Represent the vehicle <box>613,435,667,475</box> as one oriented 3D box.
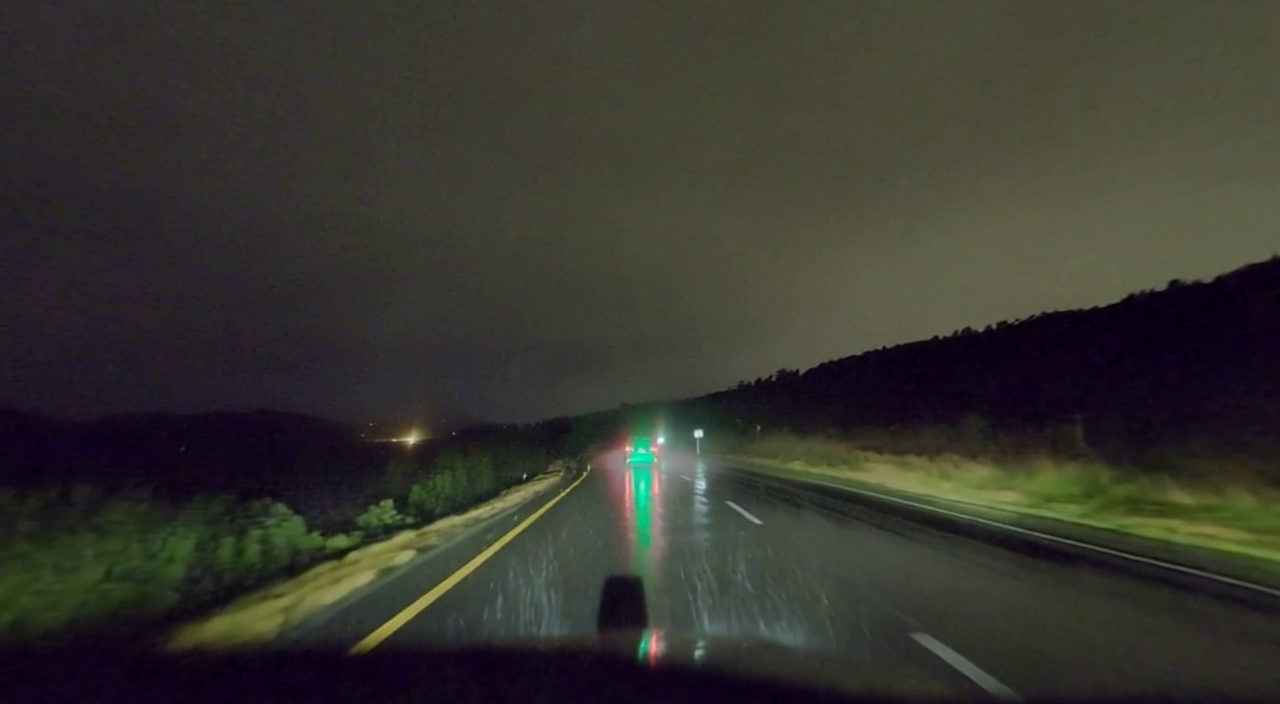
[{"bbox_3d":[-0.078,4.210,25.984,2.029,1.474,4.183,0,-8,-2],"label":"vehicle"}]
